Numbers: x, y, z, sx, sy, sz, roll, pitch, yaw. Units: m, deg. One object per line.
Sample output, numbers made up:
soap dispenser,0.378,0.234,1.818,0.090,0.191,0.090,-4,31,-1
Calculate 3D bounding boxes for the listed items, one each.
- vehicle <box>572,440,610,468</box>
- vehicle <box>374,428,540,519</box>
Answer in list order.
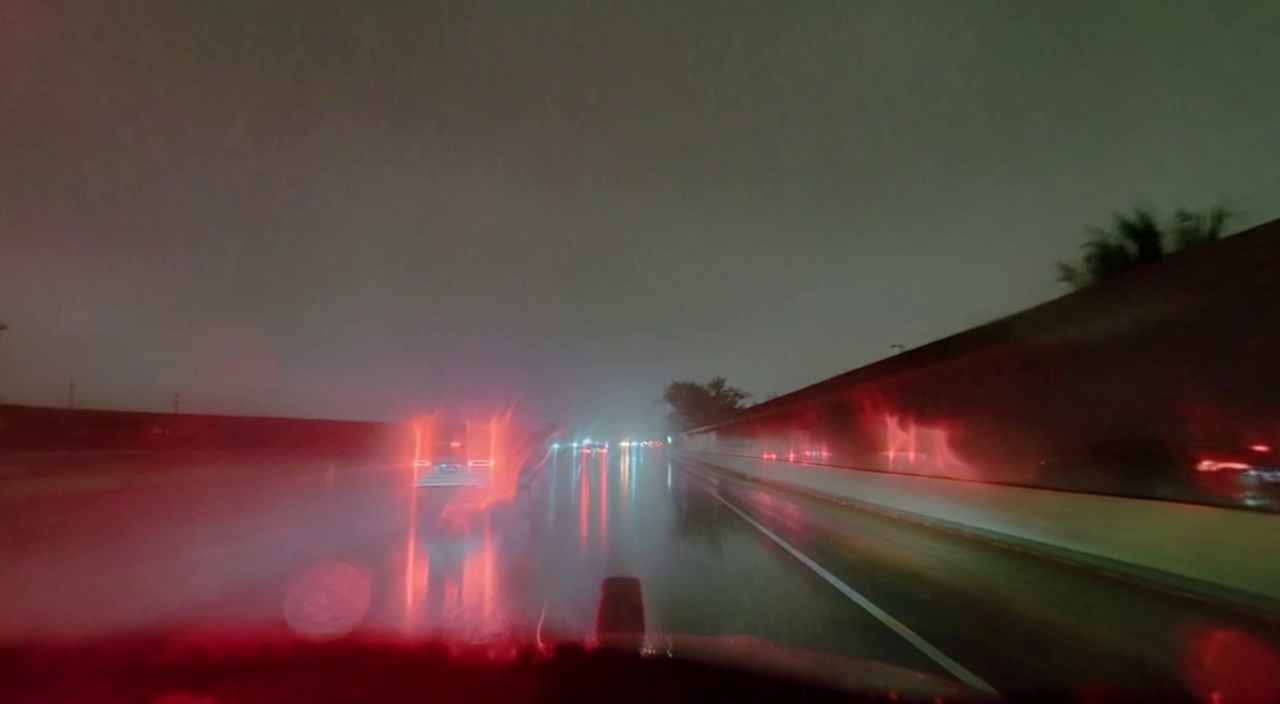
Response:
vehicle,-3.170,6.709,41.492,2.133,1.683,4.340,0,-9,0
vehicle,-3.570,2.469,13.260,2.195,1.573,4.176,0,-9,0
